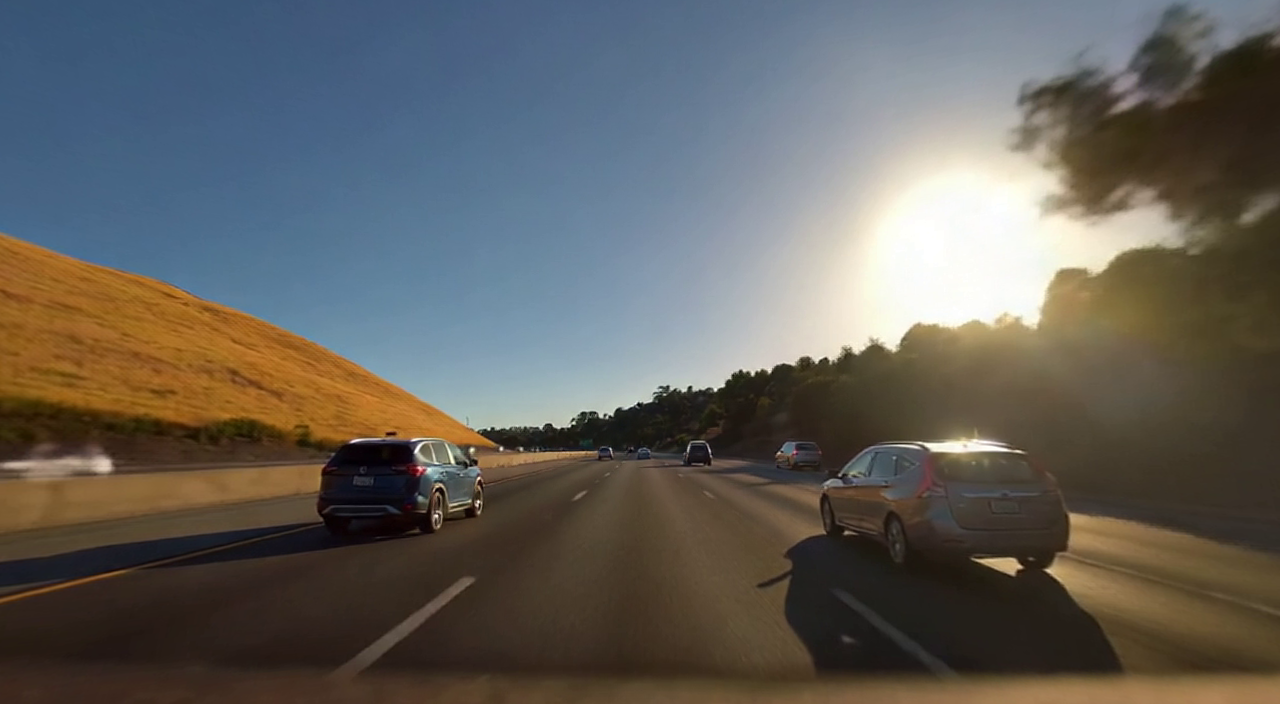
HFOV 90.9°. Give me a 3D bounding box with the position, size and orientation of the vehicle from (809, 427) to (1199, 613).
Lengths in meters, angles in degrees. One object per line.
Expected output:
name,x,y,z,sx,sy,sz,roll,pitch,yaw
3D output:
vehicle,3.516,1.679,7.288,1.941,1.481,4.300,0,-8,0

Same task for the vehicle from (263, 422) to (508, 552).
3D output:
vehicle,-3.799,2.095,10.496,2.166,1.672,4.388,0,-8,1

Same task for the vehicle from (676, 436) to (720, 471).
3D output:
vehicle,3.397,6.083,37.849,2.121,1.925,5.056,0,-8,0
